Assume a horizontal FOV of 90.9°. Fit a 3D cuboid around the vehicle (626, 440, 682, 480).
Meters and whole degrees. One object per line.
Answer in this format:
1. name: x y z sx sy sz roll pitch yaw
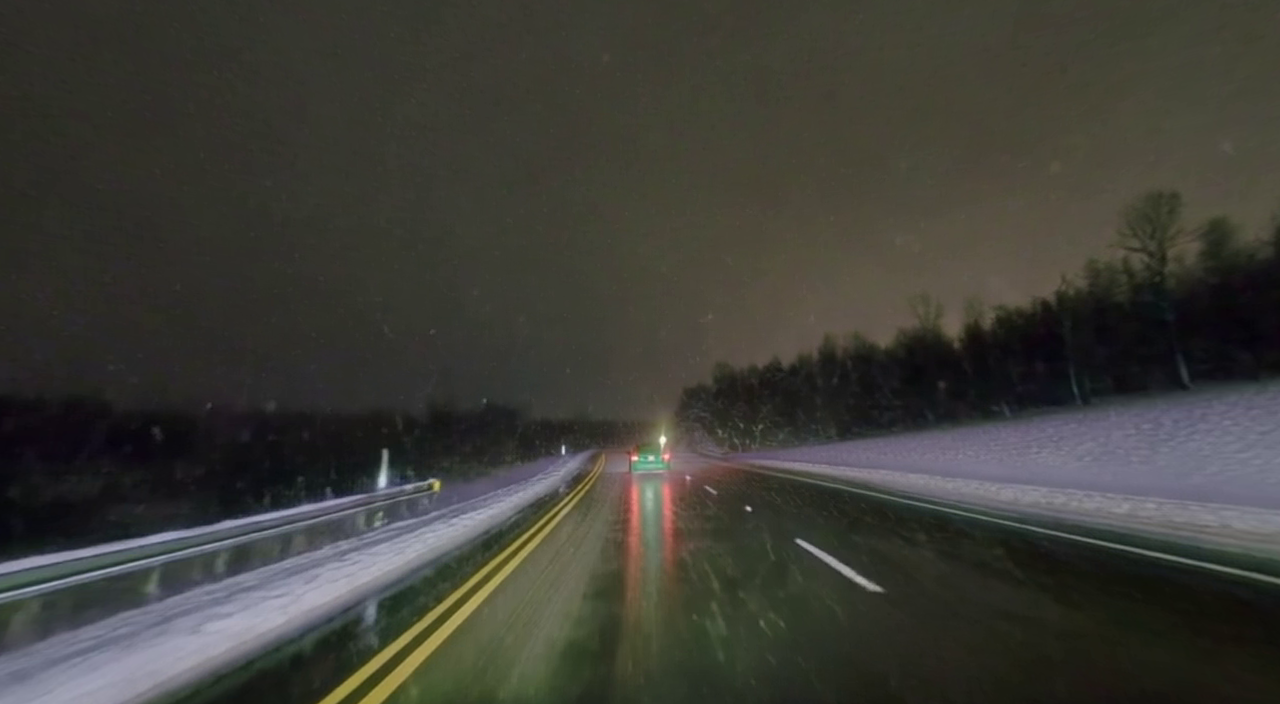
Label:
1. vehicle: 0.497 4.416 26.105 2.029 1.474 4.183 0 -8 -2
